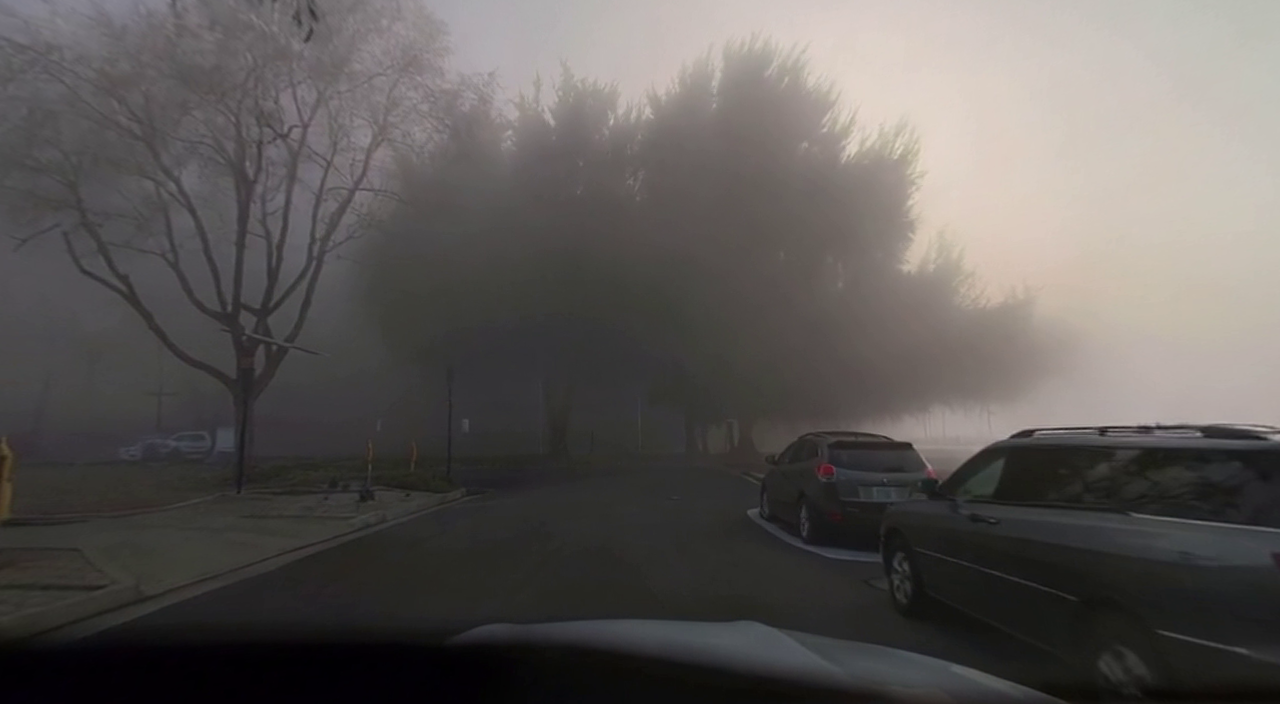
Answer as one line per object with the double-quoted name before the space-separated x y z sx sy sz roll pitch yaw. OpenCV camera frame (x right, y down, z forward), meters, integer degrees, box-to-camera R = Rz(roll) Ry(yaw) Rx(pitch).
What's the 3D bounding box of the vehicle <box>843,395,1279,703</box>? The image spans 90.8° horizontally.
"vehicle" 3.068 1.202 4.018 2.064 1.532 4.596 0 -8 1
